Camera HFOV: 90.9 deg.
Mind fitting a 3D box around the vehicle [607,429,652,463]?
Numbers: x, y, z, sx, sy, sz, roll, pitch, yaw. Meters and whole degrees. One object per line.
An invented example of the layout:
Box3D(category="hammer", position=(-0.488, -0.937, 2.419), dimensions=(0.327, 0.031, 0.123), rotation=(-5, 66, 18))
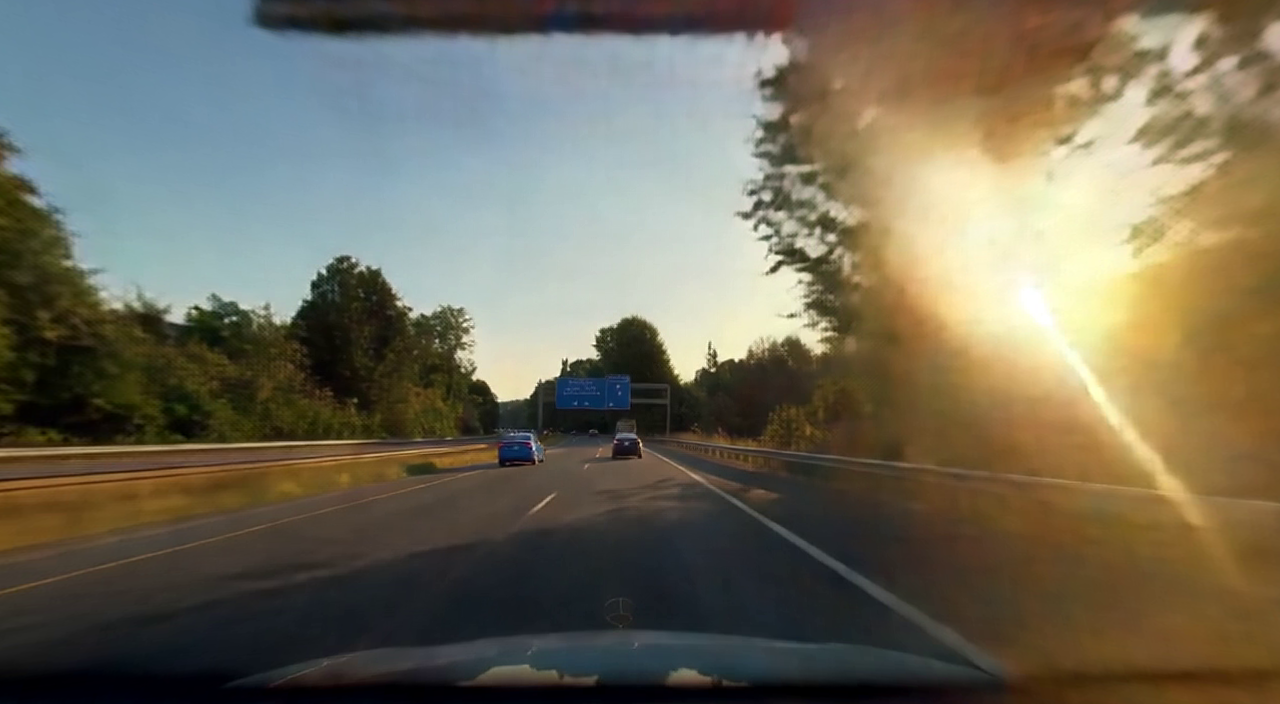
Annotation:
Box3D(category="vehicle", position=(-0.564, 4.843, 32.594), dimensions=(2.162, 1.616, 4.242), rotation=(0, -8, -1))

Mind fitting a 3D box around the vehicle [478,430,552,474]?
Box3D(category="vehicle", position=(-4.589, 3.726, 23.800), dimensions=(1.975, 1.518, 4.242), rotation=(0, -8, -1))
